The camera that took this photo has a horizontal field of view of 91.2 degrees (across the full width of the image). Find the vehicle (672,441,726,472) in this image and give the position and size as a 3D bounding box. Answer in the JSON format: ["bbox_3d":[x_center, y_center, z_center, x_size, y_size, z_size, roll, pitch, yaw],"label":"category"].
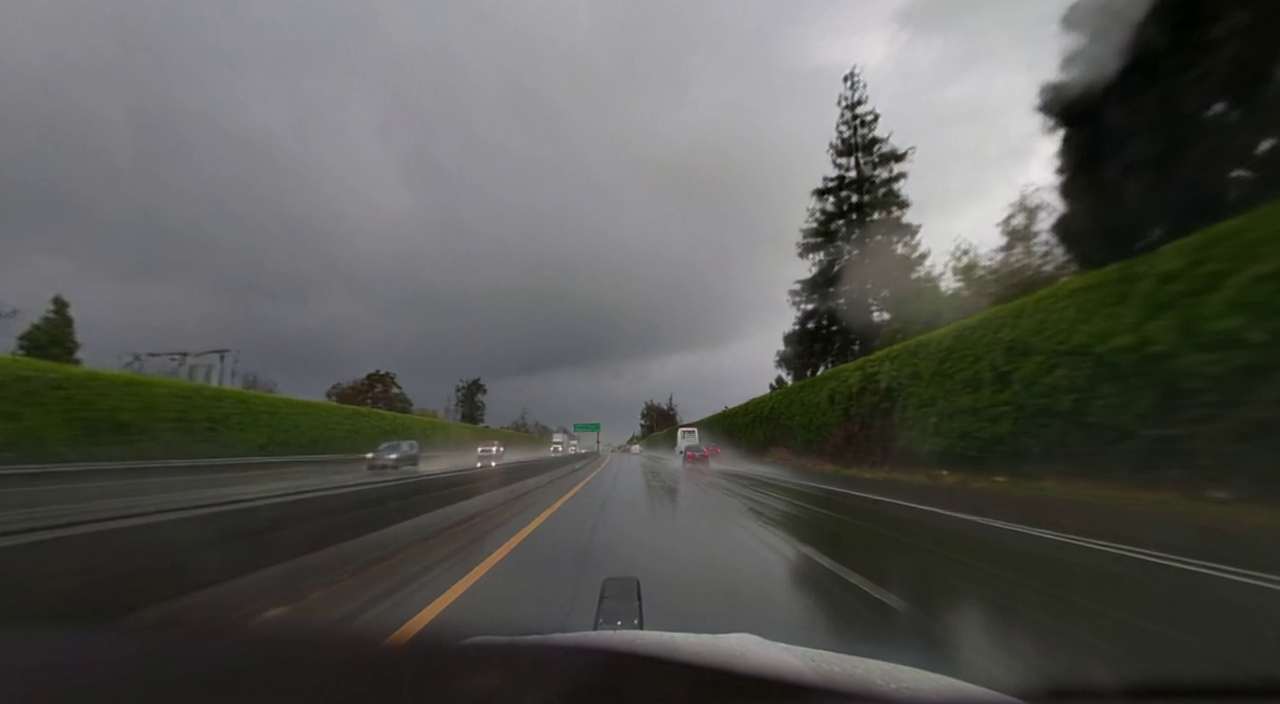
[{"bbox_3d":[3.020,5.506,33.091,2.244,1.498,4.338,0,-9,-3],"label":"vehicle"}]

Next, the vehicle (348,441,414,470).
[{"bbox_3d":[-13.630,5.483,33.279,1.779,1.429,4.161,0,-9,-1],"label":"vehicle"}]
